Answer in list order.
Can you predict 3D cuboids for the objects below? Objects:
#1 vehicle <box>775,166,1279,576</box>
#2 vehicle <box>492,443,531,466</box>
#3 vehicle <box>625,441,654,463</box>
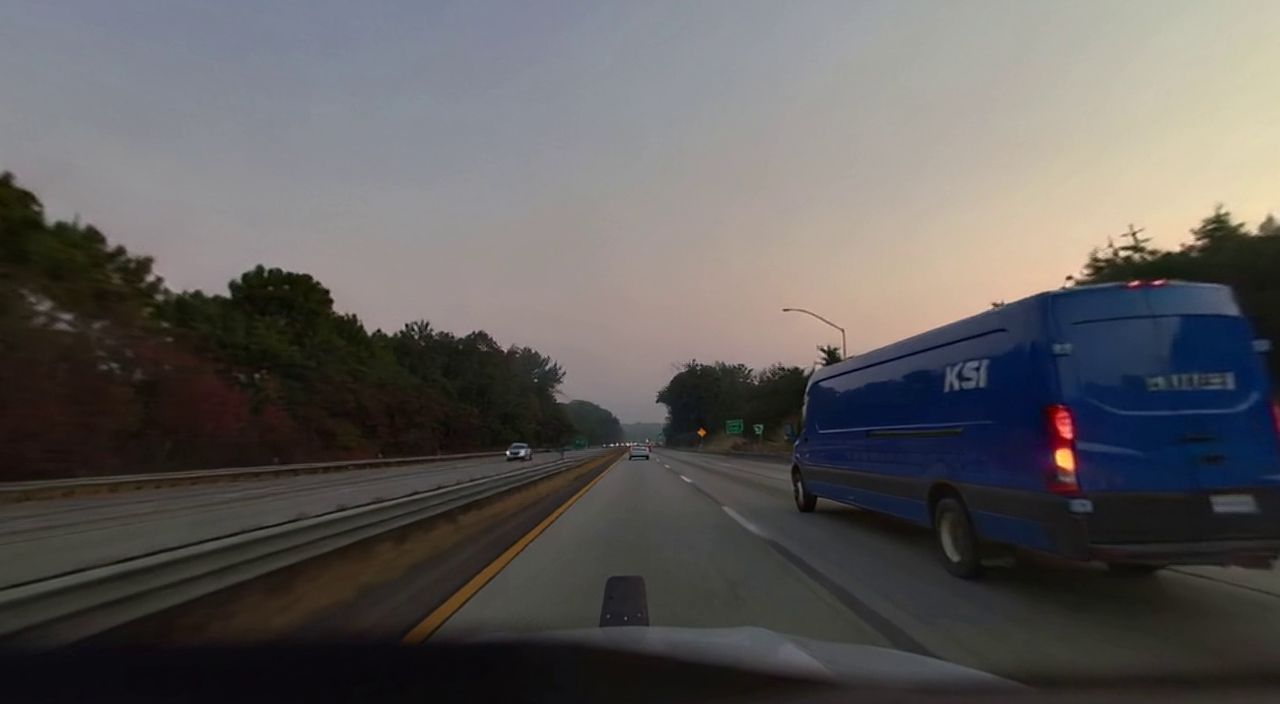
[{"bbox_3d":[7.008,1.387,14.878,3.479,4.156,17.231,0,-9,-1],"label":"vehicle"},{"bbox_3d":[-9.494,7.618,46.959,1.935,1.569,4.778,0,-8,0],"label":"vehicle"},{"bbox_3d":[-0.039,7.557,47.827,2.121,1.590,4.434,0,-8,0],"label":"vehicle"}]
